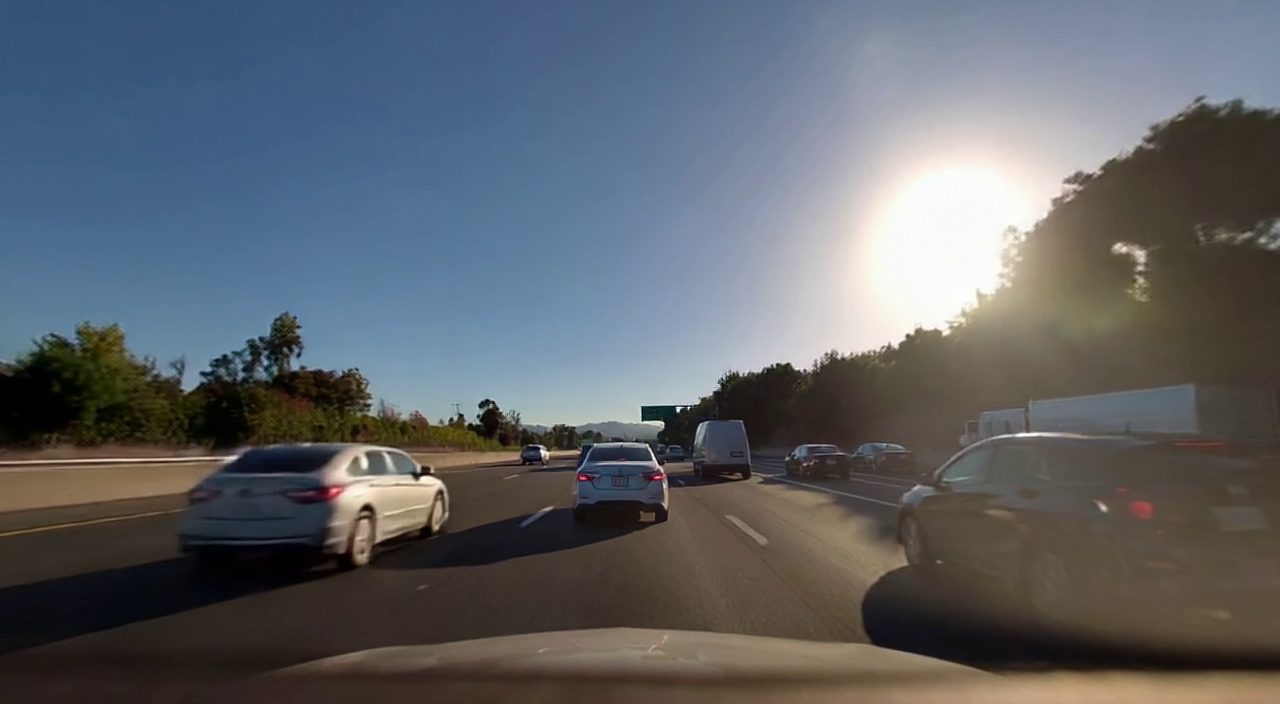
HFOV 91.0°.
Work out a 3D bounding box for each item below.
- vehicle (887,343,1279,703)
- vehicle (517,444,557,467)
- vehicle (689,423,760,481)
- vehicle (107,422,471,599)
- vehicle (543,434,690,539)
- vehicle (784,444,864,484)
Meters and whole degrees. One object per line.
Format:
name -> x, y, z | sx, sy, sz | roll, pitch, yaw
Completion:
vehicle -> 3.589, 1.099, 4.384 | 2.053, 1.666, 4.106 | 0, -9, 0
vehicle -> -7.353, 7.439, 45.331 | 2.010, 1.557, 4.449 | 0, -9, 1
vehicle -> 3.637, 4.479, 28.236 | 2.440, 2.313, 5.266 | 0, -9, 0
vehicle -> -3.718, 1.740, 7.821 | 1.926, 1.542, 4.329 | 0, -9, 1
vehicle -> -0.314, 2.270, 11.234 | 2.132, 1.499, 4.038 | 0, -9, 1
vehicle -> 7.419, 4.543, 25.868 | 1.942, 1.482, 4.250 | 0, -9, 0
